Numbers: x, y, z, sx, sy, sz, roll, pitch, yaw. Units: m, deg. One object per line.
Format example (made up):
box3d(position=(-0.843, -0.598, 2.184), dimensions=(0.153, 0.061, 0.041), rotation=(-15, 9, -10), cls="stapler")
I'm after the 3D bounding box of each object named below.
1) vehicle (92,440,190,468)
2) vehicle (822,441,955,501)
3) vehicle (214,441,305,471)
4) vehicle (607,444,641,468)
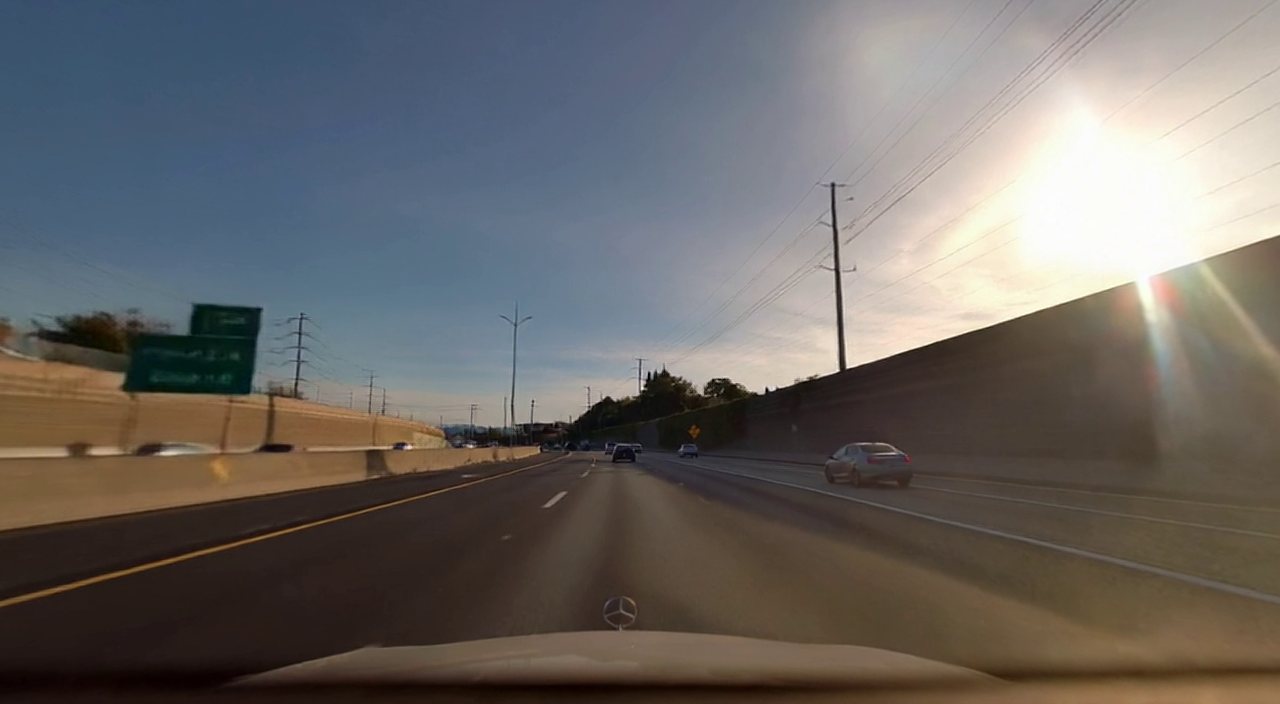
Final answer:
box3d(position=(-28.053, 5.732, 35.806), dimensions=(1.844, 1.468, 4.671), rotation=(0, -8, -2), cls="vehicle")
box3d(position=(6.728, 3.240, 17.715), dimensions=(1.876, 1.451, 4.154), rotation=(0, -8, -3), cls="vehicle")
box3d(position=(-20.338, 5.556, 34.118), dimensions=(2.073, 1.464, 4.750), rotation=(0, -8, -2), cls="vehicle")
box3d(position=(-1.130, 6.932, 42.477), dimensions=(2.109, 1.489, 4.027), rotation=(0, -8, -3), cls="vehicle")
